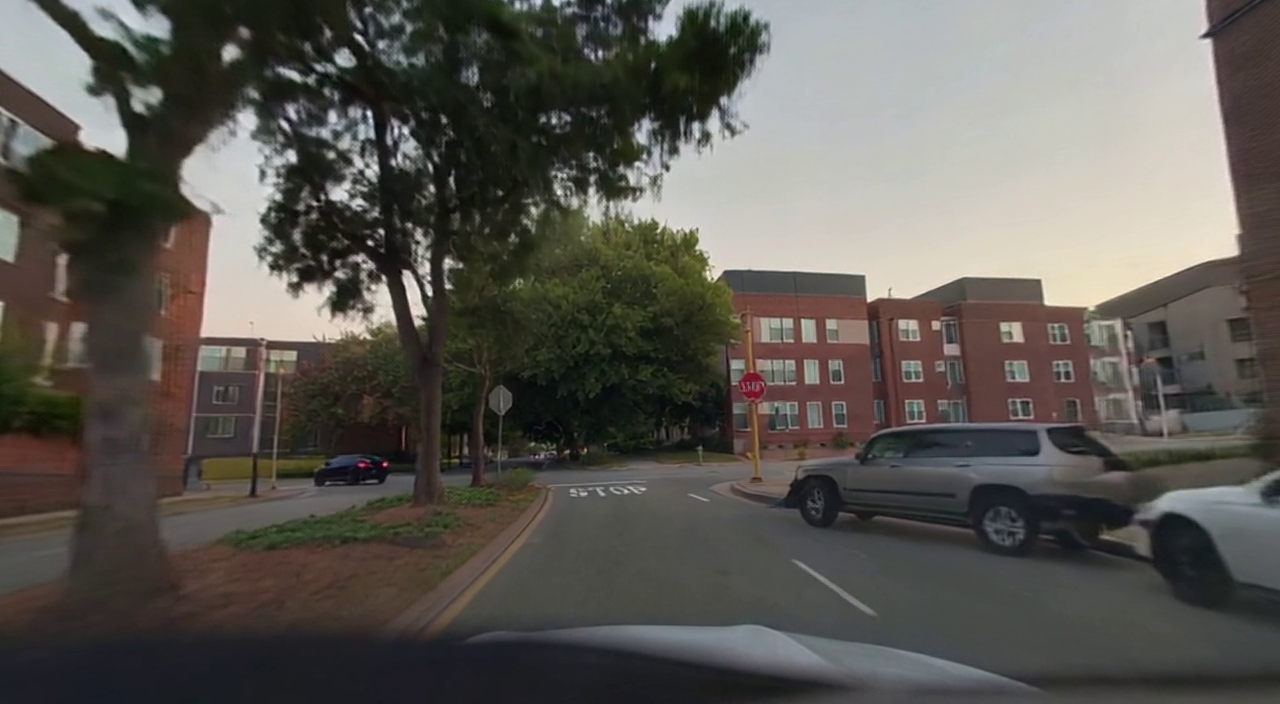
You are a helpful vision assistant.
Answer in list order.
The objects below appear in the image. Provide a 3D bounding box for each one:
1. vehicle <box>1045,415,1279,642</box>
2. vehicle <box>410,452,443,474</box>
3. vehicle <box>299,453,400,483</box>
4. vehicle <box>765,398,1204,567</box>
[{"bbox_3d":[5.000,1.092,3.769,1.758,1.454,5.088,0,-8,0],"label":"vehicle"},{"bbox_3d":[-16.353,8.525,48.459,2.027,1.475,4.522,3,-8,-14],"label":"vehicle"},{"bbox_3d":[-16.073,6.407,34.995,4.654,1.503,1.951,0,-8,4],"label":"vehicle"},{"bbox_3d":[4.023,1.639,8.472,2.065,1.529,4.709,1,-10,-26],"label":"vehicle"}]
